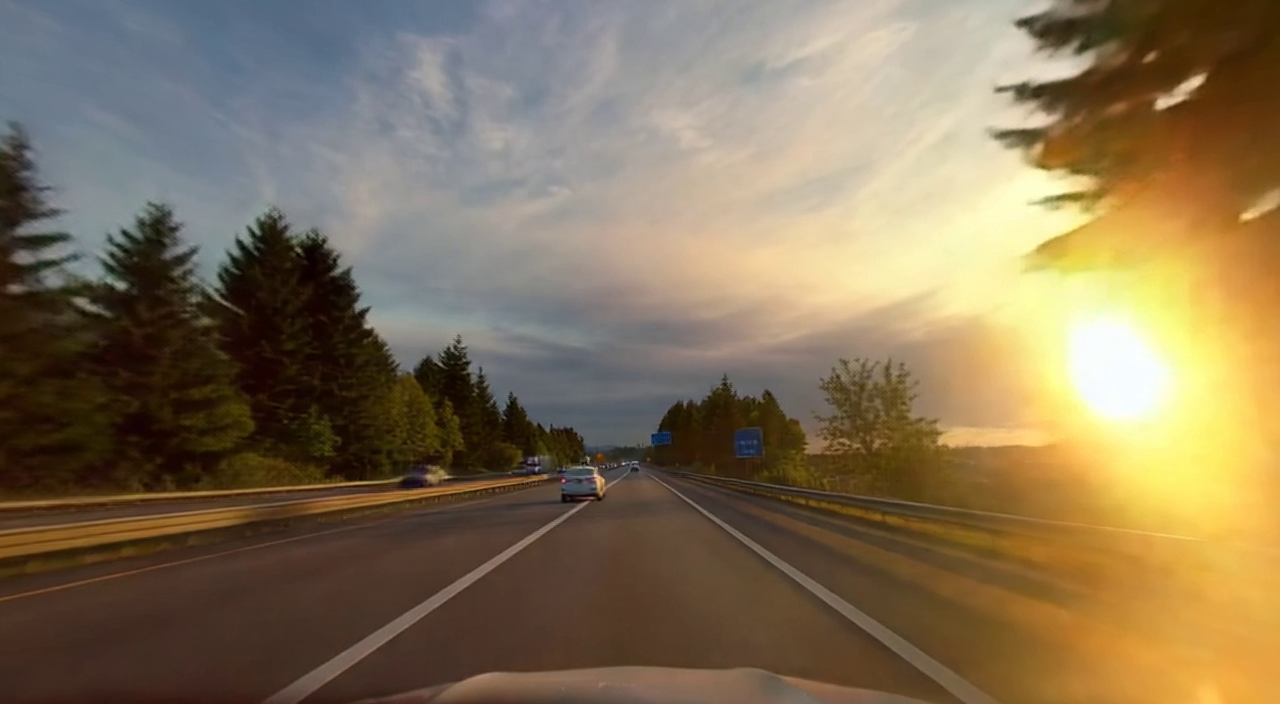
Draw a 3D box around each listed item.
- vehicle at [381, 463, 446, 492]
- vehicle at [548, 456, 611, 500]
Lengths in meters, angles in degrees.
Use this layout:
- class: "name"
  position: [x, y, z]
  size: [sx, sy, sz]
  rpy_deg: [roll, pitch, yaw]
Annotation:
- class: "vehicle"
  position: [-13.061, 7.268, 36.637]
  size: [2.032, 1.513, 4.603]
  rpy_deg: [1, -10, 0]
- class: "vehicle"
  position: [-2.408, 5.222, 26.262]
  size: [2.104, 1.655, 4.039]
  rpy_deg: [0, -10, 1]
